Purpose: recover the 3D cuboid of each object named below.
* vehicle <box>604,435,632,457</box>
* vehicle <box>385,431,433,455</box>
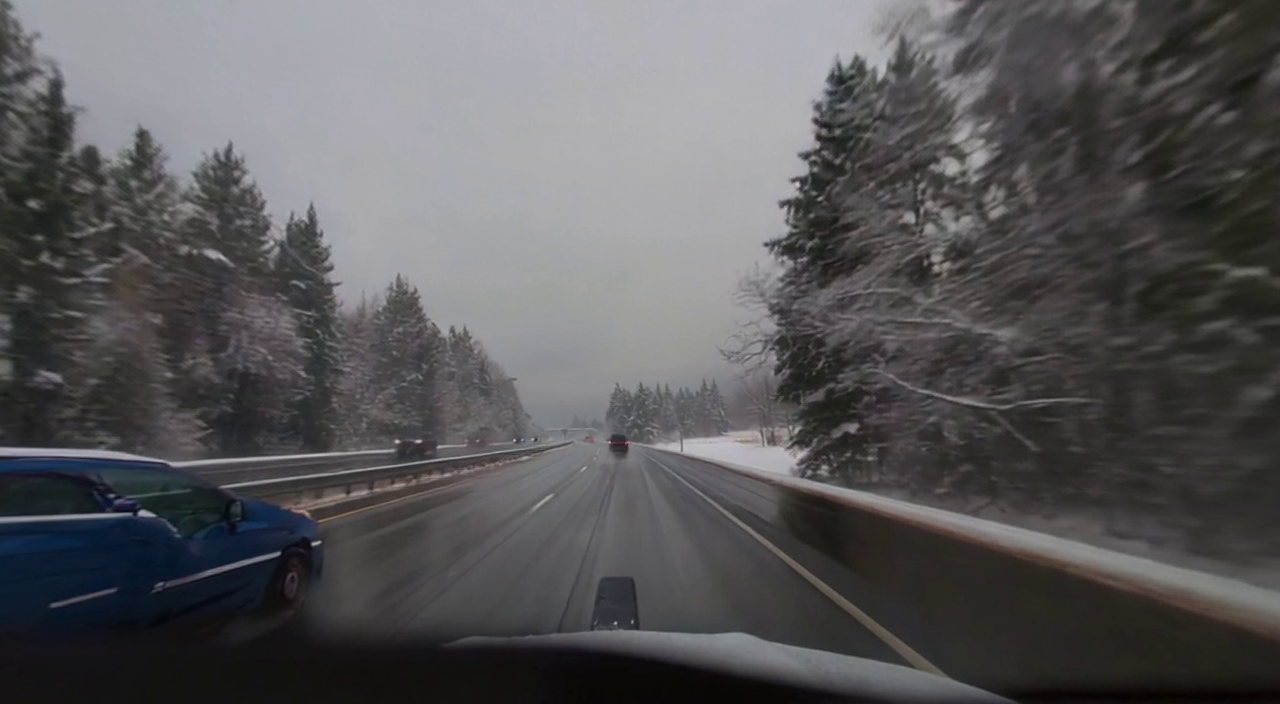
[{"bbox_3d":[-1.676,7.085,47.543,2.004,1.515,3.968,0,-8,-3],"label":"vehicle"},{"bbox_3d":[-15.978,6.313,43.752,1.849,1.585,4.185,0,-8,-1],"label":"vehicle"}]
